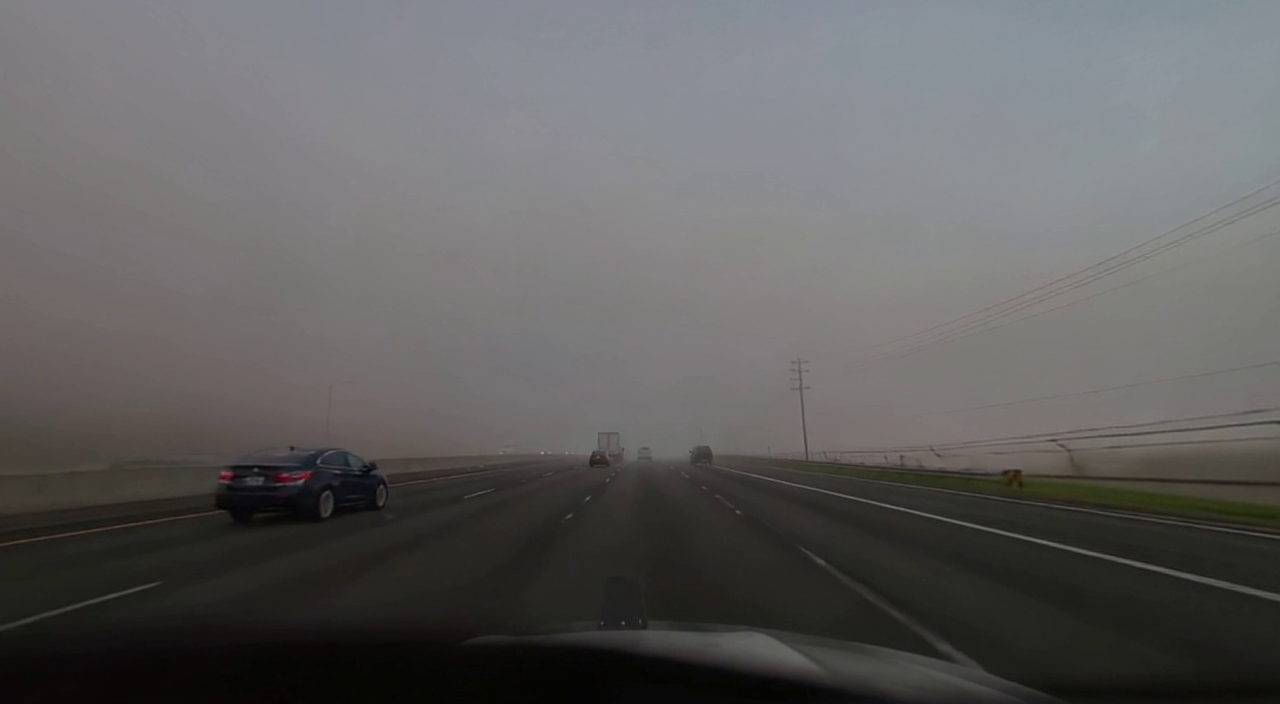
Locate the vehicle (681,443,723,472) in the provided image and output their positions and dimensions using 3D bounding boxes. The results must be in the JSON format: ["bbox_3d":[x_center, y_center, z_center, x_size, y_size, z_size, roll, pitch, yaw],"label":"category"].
[{"bbox_3d":[3.986,6.906,41.441,2.214,1.799,4.627,0,-9,-1],"label":"vehicle"}]

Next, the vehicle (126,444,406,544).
[{"bbox_3d":[-6.455,2.490,11.834,2.127,1.446,5.008,0,-9,1],"label":"vehicle"}]

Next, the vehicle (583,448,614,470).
[{"bbox_3d":[-2.998,7.800,46.129,2.004,1.498,4.043,0,-9,0],"label":"vehicle"}]
